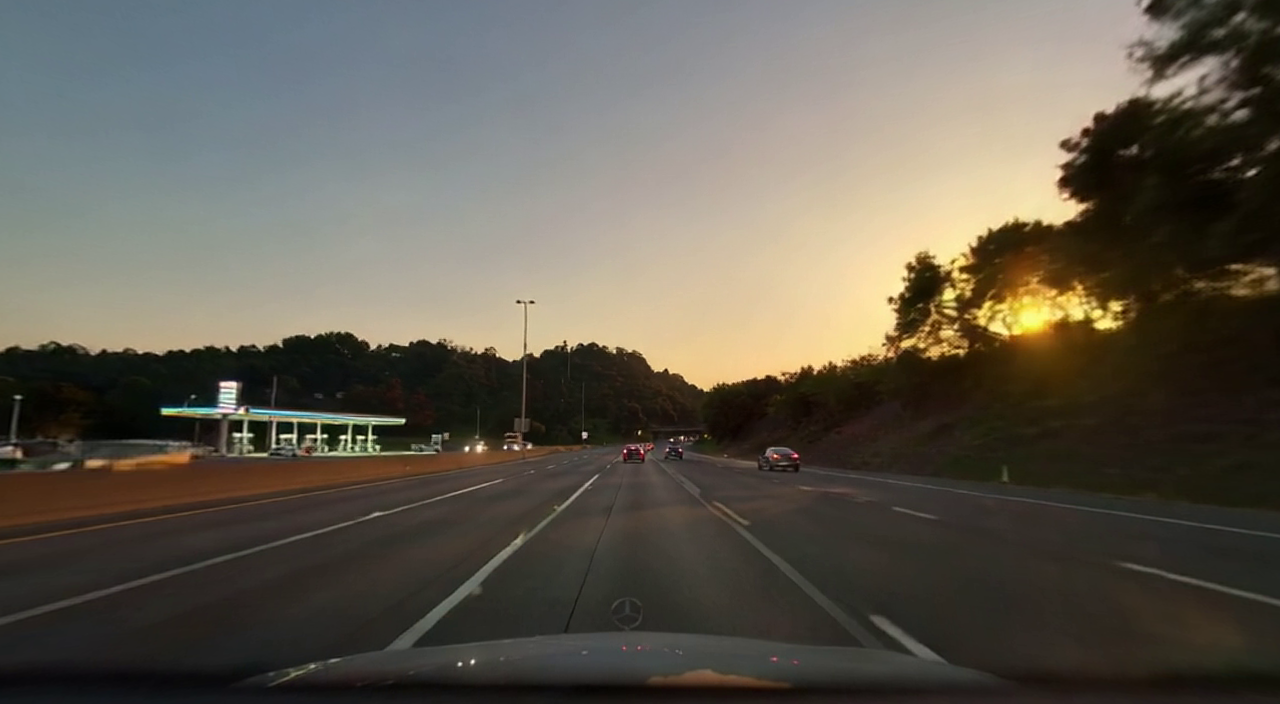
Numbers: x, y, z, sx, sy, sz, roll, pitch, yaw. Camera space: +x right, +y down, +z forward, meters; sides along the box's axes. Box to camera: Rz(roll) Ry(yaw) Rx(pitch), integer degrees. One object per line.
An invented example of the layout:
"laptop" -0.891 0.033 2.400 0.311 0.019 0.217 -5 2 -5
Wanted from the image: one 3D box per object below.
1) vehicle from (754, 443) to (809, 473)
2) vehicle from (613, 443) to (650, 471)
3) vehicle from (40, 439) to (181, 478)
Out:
"vehicle" 7.473 5.635 33.730 1.867 1.463 4.295 0 -9 -1
"vehicle" -0.491 5.925 35.690 1.999 1.473 4.351 0 -9 -1
"vehicle" -22.316 4.502 26.872 1.920 1.509 4.649 0 -9 0
